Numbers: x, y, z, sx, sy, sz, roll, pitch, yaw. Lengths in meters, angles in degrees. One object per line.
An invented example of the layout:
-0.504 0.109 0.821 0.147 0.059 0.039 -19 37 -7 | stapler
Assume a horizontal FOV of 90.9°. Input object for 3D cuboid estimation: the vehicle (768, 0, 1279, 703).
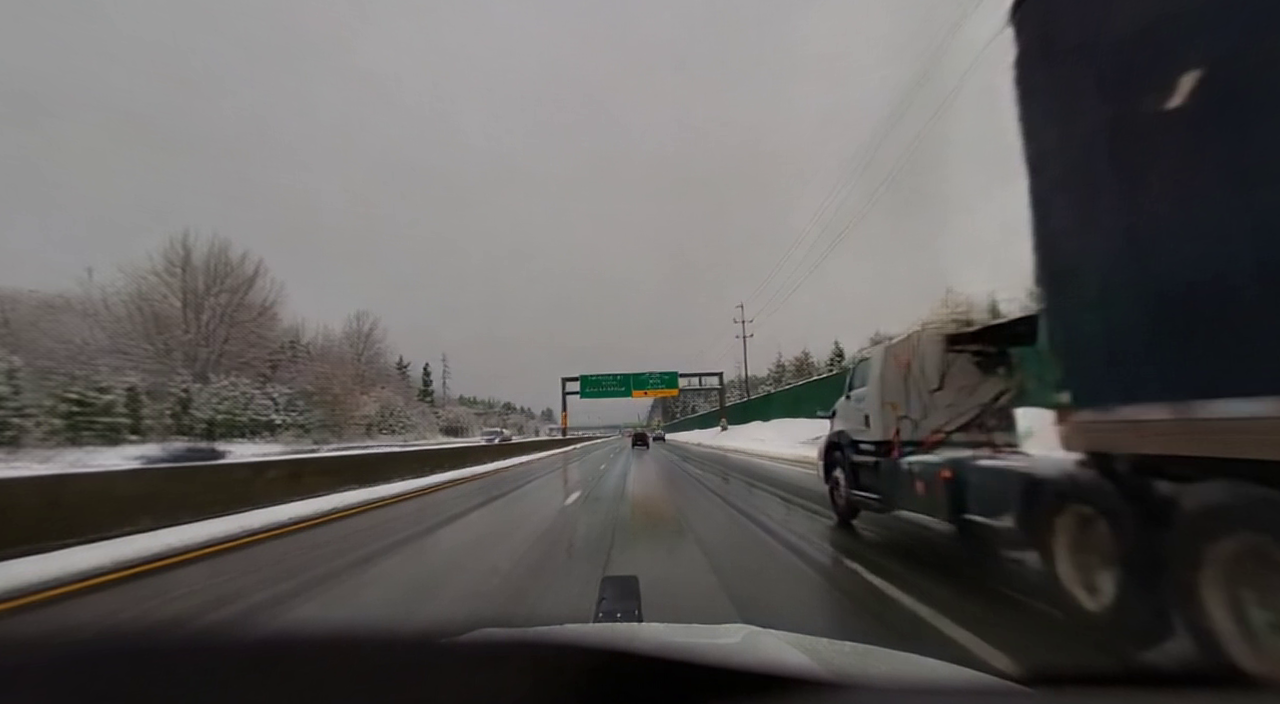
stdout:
3.731 -0.213 3.490 2.944 3.973 13.227 0 -8 -1 | vehicle
